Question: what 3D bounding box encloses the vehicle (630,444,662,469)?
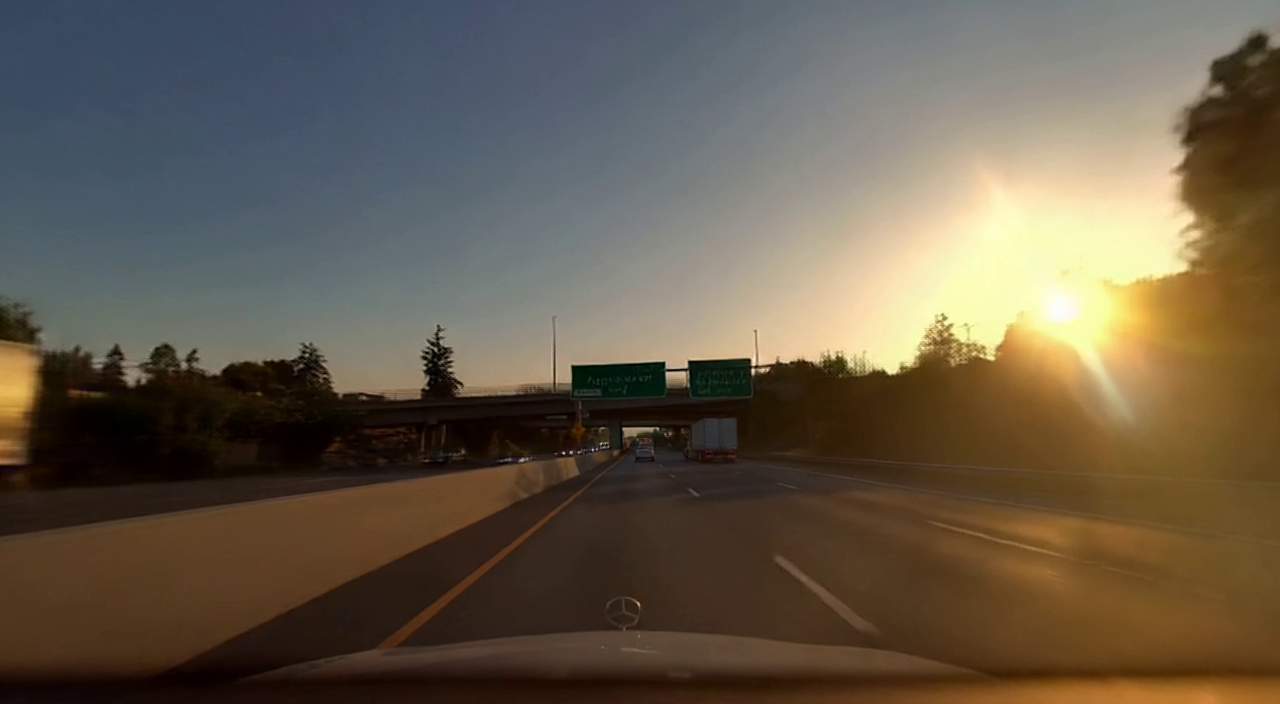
[{"bbox_3d":[0.366,7.034,42.352,2.024,1.579,3.707,-1,-9,0],"label":"vehicle"}]
